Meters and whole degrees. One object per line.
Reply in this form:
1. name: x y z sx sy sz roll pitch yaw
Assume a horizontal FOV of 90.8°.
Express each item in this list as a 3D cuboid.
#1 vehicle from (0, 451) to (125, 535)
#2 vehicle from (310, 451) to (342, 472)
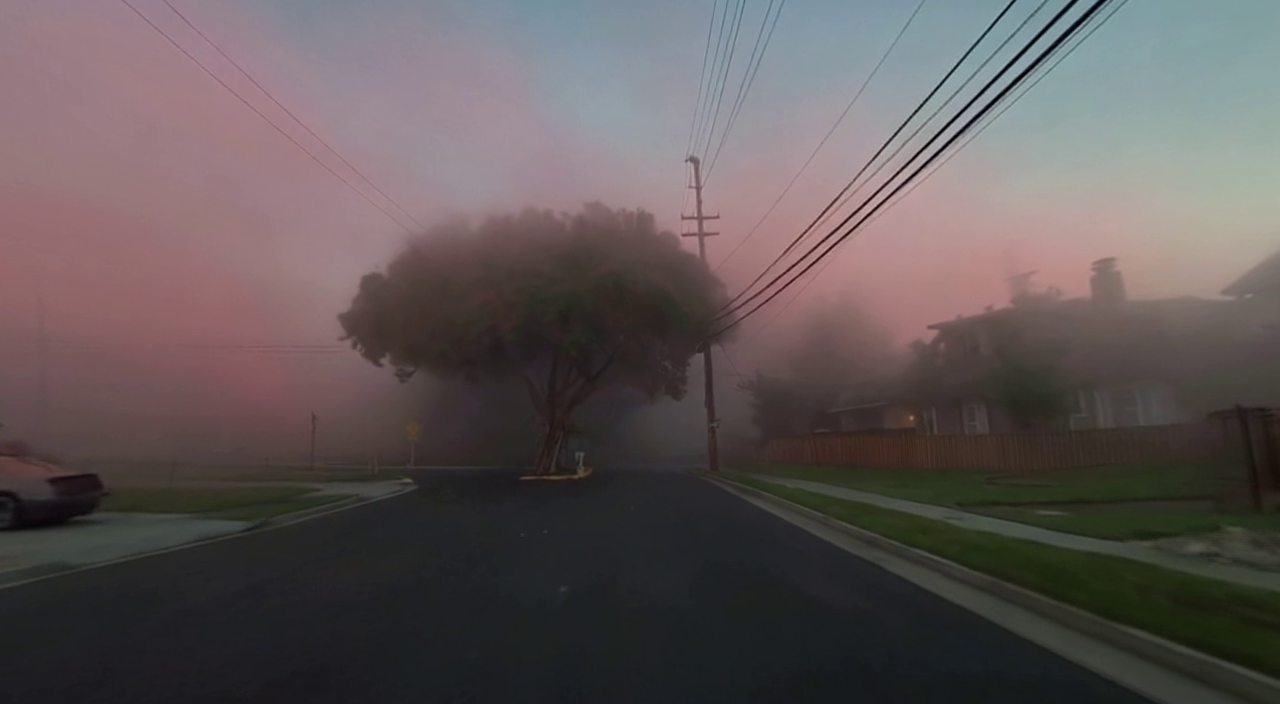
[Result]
1. vehicle: -13.355 2.718 12.414 4.424 1.487 2.139 1 -9 -8
2. vehicle: -24.257 8.426 48.850 1.955 1.448 4.542 3 -8 -24
